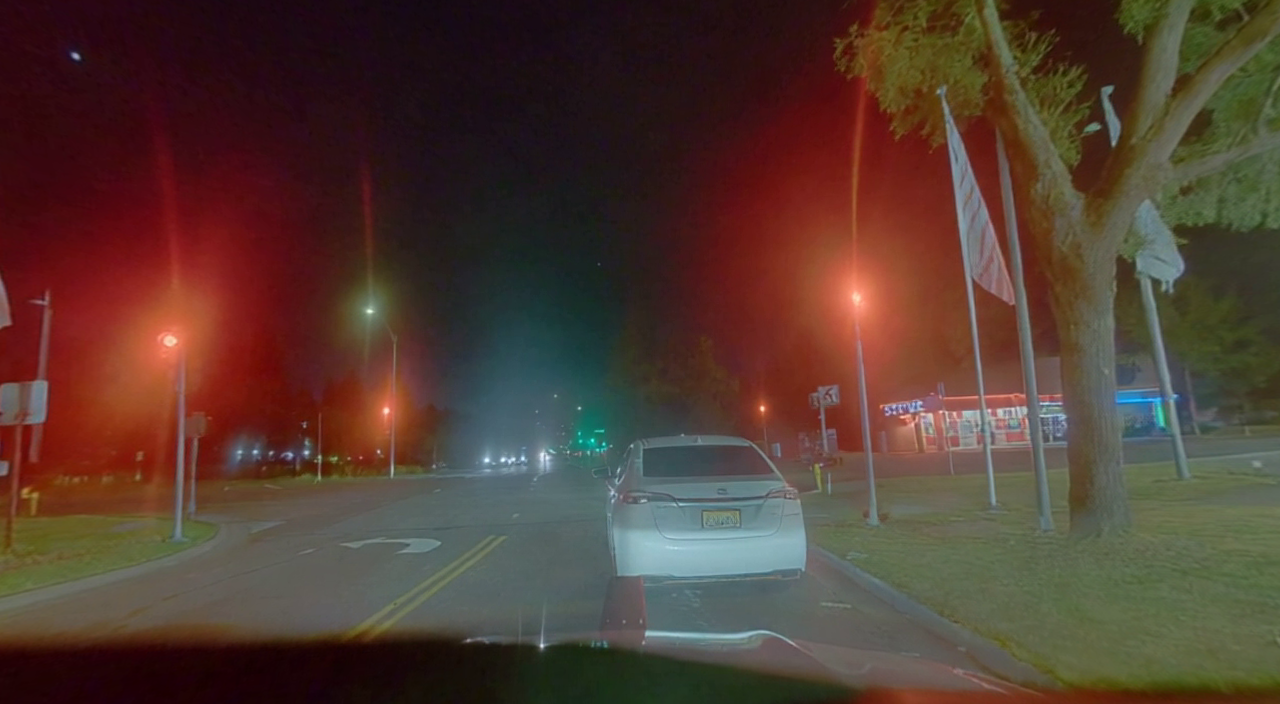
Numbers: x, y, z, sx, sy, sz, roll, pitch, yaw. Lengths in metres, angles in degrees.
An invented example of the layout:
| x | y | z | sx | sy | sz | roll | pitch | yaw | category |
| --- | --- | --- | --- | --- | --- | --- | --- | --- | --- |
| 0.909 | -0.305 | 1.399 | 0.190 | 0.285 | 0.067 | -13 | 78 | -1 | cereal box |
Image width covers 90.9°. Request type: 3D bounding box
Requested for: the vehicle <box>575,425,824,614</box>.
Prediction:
| x | y | z | sx | sy | sz | roll | pitch | yaw | category |
| --- | --- | --- | --- | --- | --- | --- | --- | --- | --- |
| 0.385 | 1.617 | 6.901 | 1.985 | 1.463 | 3.647 | 0 | -9 | -3 | vehicle |

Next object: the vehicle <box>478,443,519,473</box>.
| x | y | z | sx | sy | sz | roll | pitch | yaw | category |
| --- | --- | --- | --- | --- | --- | --- | --- | --- | --- |
| -9.992 | 7.492 | 44.759 | 2.212 | 1.948 | 4.537 | 0 | -9 | -5 | vehicle |
